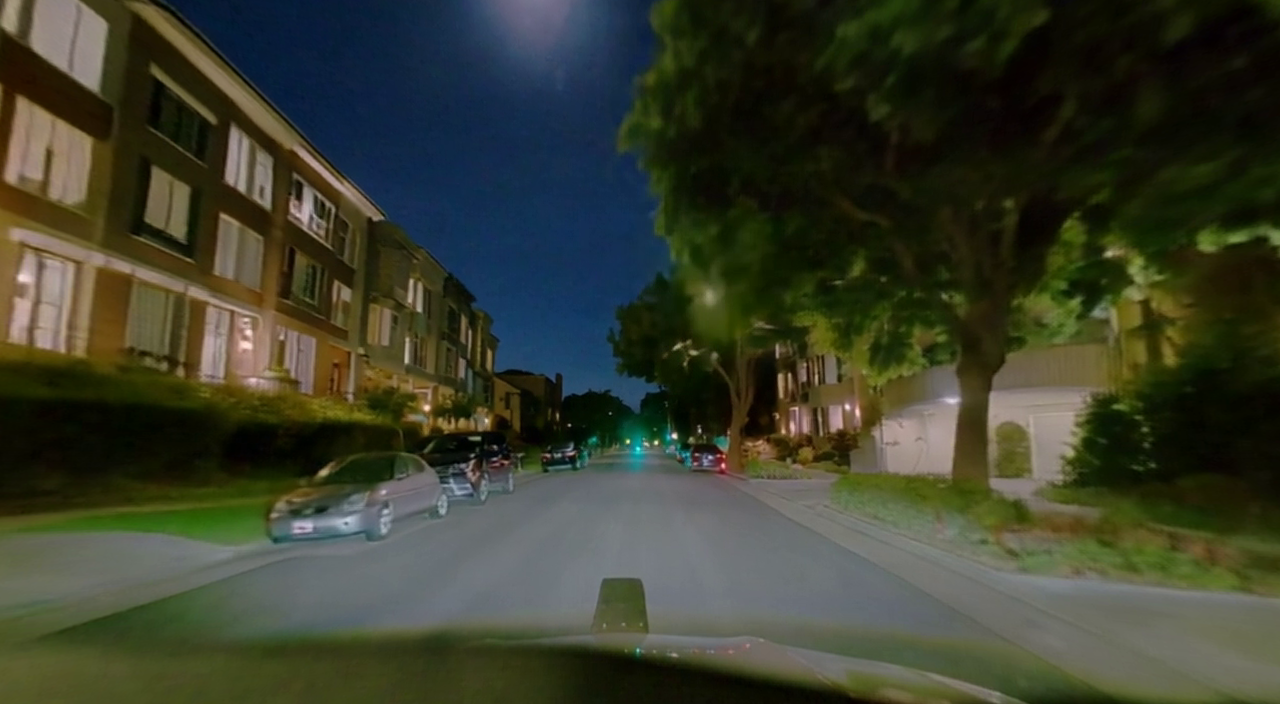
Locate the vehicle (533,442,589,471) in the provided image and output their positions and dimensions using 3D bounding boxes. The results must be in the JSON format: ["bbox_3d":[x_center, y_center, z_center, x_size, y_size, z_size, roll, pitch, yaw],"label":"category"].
[{"bbox_3d":[-3.849,5.180,31.451,1.995,1.330,4.080,0,-8,3],"label":"vehicle"}]

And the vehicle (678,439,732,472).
[{"bbox_3d":[3.104,5.096,31.255,2.000,1.456,5.251,0,-8,-1],"label":"vehicle"}]

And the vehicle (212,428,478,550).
[{"bbox_3d":[-4.342,2.080,10.337,2.086,1.493,4.582,-1,-8,1],"label":"vehicle"}]

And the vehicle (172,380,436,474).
[{"bbox_3d":[-10.553,2.444,20.417,6.780,2.770,2.970,0,-8,1],"label":"vehicle"}]
